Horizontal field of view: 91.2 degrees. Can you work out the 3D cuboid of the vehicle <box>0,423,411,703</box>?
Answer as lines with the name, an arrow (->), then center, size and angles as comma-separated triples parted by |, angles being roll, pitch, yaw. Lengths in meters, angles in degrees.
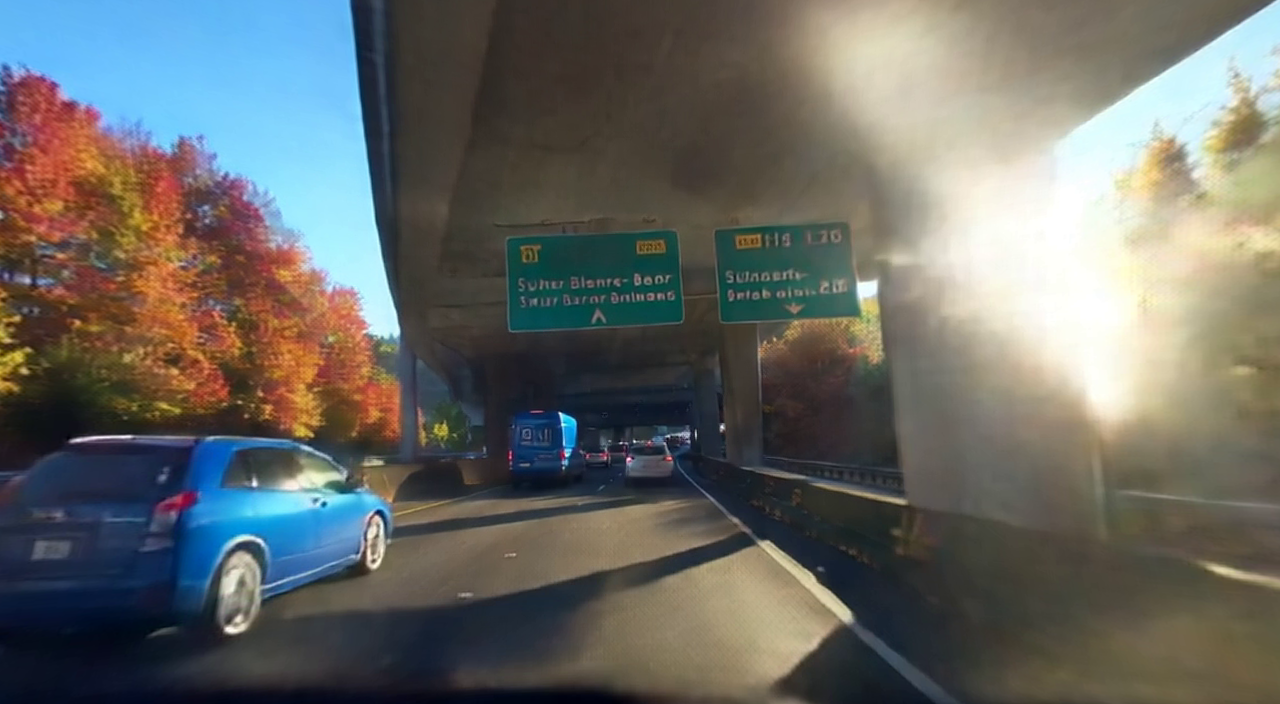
vehicle -> -3.746, 1.446, 5.424 | 1.977, 1.485, 3.973 | 0, -9, 1

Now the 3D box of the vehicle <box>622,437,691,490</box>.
vehicle -> 0.545, 3.887, 22.090 | 2.195, 1.679, 4.070 | 0, -9, 1

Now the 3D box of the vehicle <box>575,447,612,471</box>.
vehicle -> -3.065, 7.156, 42.156 | 2.015, 1.496, 4.312 | 0, -9, 1

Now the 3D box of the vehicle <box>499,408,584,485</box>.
vehicle -> -3.726, 3.765, 25.002 | 2.275, 2.692, 5.810 | 0, -9, 1
